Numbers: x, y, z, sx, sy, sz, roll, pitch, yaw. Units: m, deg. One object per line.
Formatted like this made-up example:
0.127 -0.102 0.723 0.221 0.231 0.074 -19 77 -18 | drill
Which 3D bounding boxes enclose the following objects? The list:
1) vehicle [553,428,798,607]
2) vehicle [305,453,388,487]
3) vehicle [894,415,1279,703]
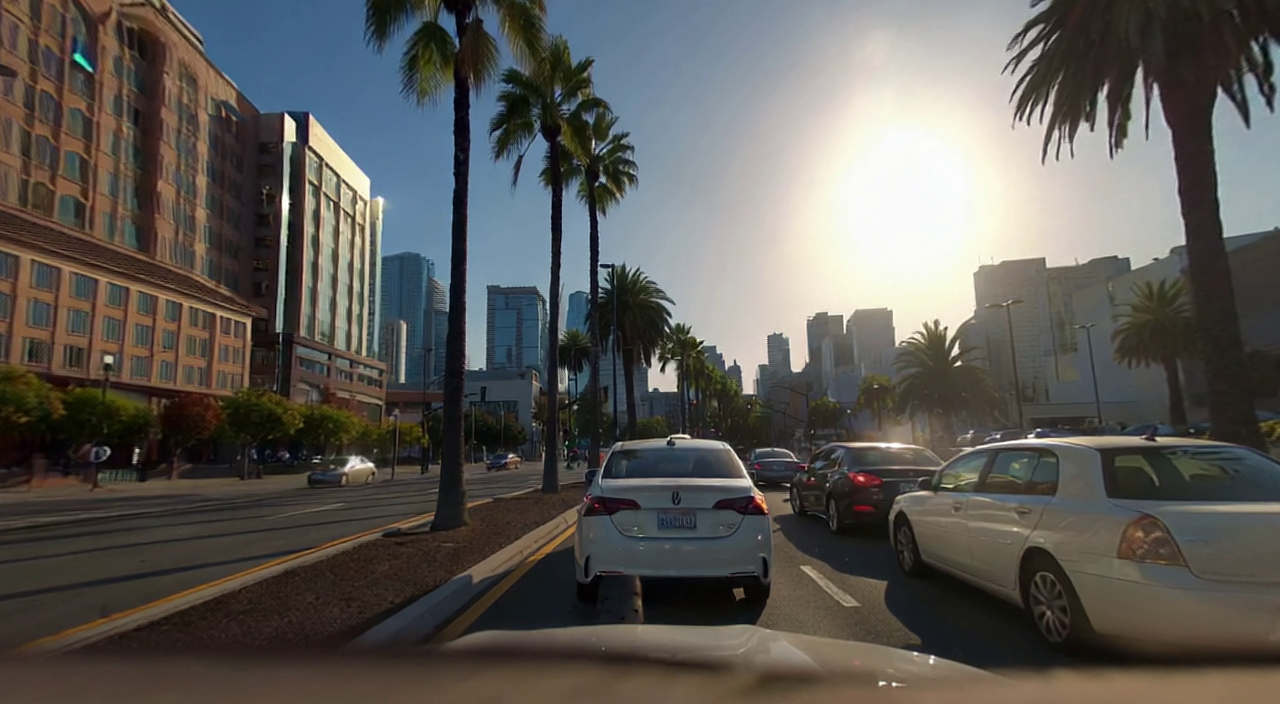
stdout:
0.337 1.691 7.281 2.078 1.503 3.681 0 -9 1 | vehicle
-14.787 5.954 32.085 1.801 1.563 4.015 -2 -9 9 | vehicle
3.642 1.297 4.576 1.913 1.469 4.425 -1 -9 3 | vehicle
